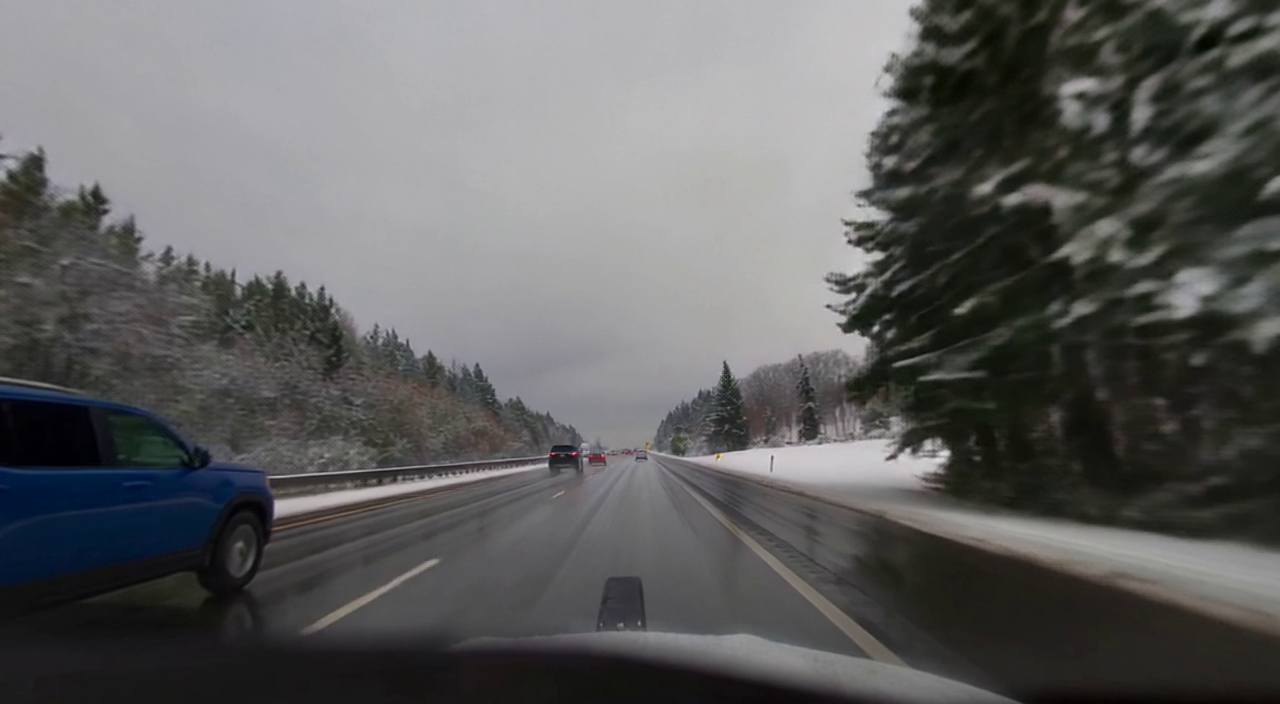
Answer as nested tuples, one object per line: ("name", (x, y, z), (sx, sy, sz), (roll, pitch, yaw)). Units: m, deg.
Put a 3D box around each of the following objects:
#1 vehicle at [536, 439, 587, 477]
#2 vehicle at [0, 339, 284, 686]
("vehicle", (-4.000, 5.522, 32.915), (2.056, 1.811, 4.202), (0, -9, 1))
("vehicle", (-4.670, 0.967, 3.922), (2.102, 1.941, 4.703), (0, -9, 0))
